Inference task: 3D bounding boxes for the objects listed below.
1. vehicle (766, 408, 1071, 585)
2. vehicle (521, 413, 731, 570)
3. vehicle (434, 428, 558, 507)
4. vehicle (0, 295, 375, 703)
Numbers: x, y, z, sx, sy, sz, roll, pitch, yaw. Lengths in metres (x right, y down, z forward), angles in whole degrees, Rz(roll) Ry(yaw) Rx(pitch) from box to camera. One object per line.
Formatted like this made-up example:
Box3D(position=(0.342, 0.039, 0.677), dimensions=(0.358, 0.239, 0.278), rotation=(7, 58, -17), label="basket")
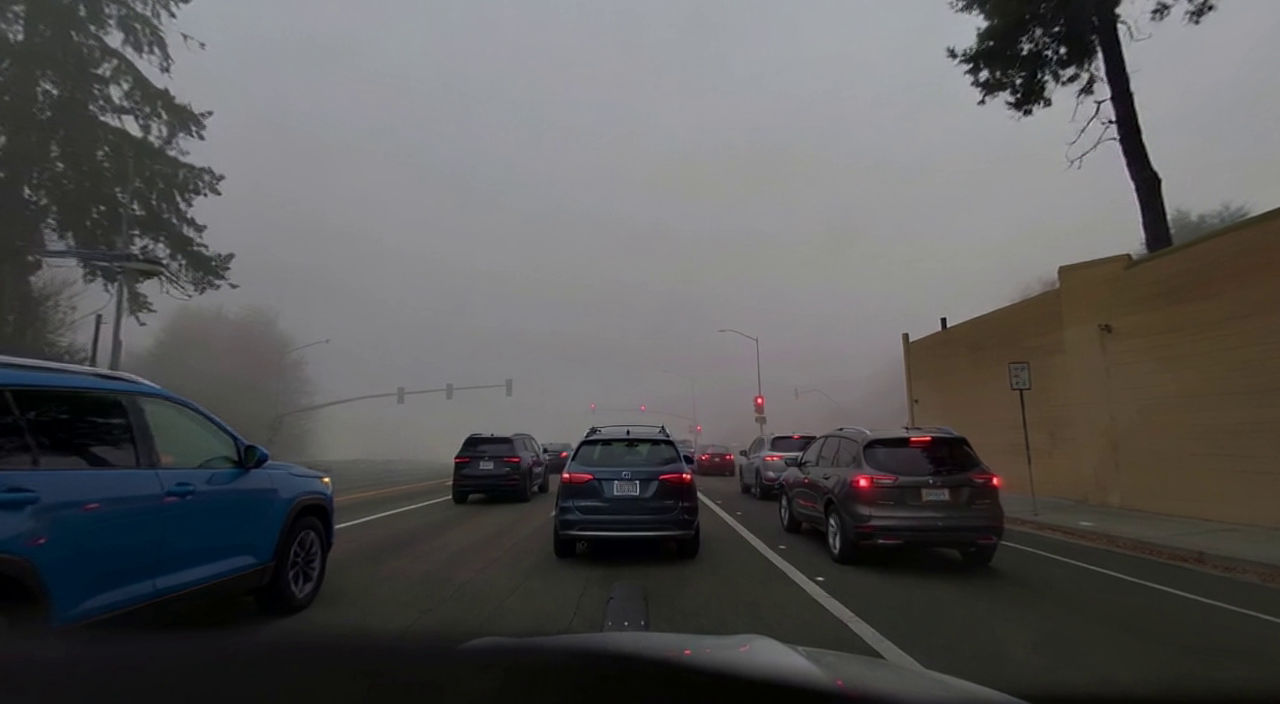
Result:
Box3D(position=(3.142, 1.713, 8.327), dimensions=(2.029, 1.702, 4.281), rotation=(0, -8, 0), label="vehicle")
Box3D(position=(-0.120, 1.793, 8.814), dimensions=(2.245, 1.677, 3.913), rotation=(0, -8, 1), label="vehicle")
Box3D(position=(-3.546, 2.952, 16.574), dimensions=(2.067, 1.759, 4.631), rotation=(0, -8, 1), label="vehicle")
Box3D(position=(-3.537, 0.912, 3.605), dimensions=(2.070, 1.913, 4.450), rotation=(0, -8, 0), label="vehicle")
